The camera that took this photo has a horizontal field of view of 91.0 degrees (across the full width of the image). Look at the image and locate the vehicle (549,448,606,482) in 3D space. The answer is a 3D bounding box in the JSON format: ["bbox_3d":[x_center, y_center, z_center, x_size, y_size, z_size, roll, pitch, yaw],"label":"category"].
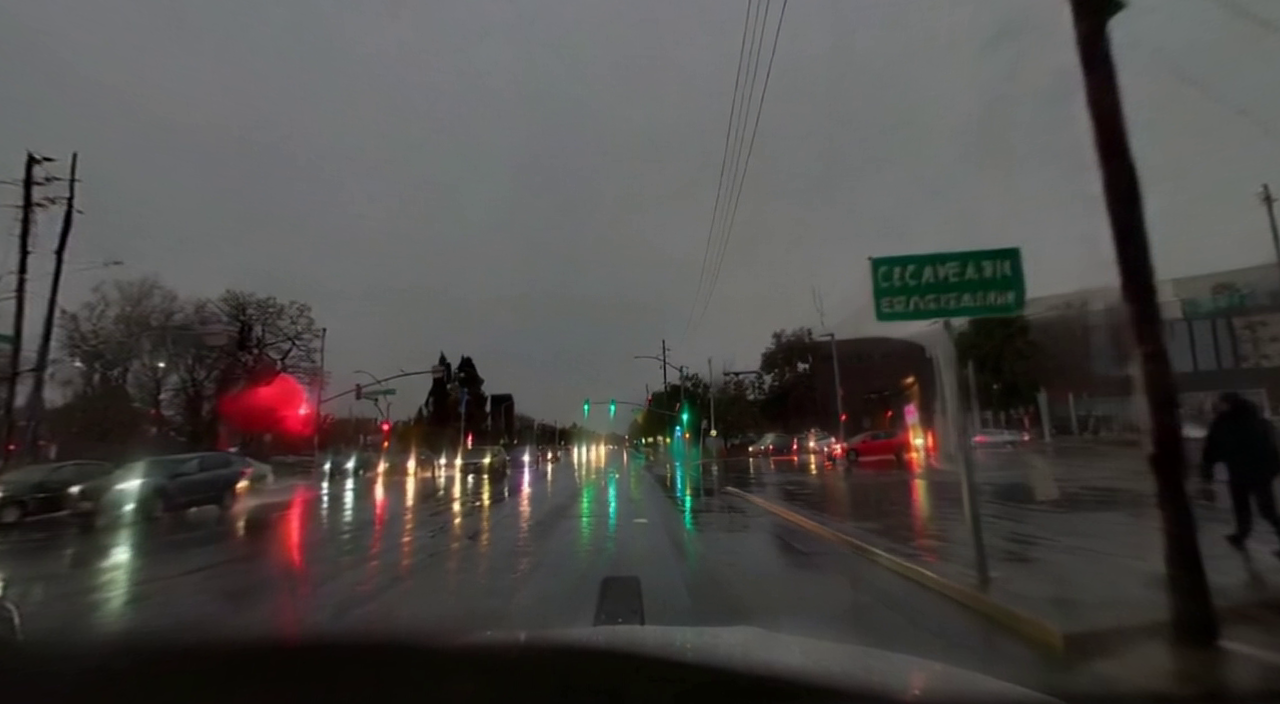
[{"bbox_3d":[-2.855,5.271,29.709,2.147,1.472,4.406,0,-8,1],"label":"vehicle"}]

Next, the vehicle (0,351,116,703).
[{"bbox_3d":[-3.159,0.561,0.180,2.042,1.673,4.516,0,-8,1],"label":"vehicle"}]

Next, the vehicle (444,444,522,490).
[{"bbox_3d":[-6.209,4.567,25.370,2.012,1.664,3.917,0,-8,2],"label":"vehicle"}]

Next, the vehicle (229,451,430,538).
[{"bbox_3d":[-6.358,2.930,13.675,1.960,1.479,4.654,0,-8,0],"label":"vehicle"}]

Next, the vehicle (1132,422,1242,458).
[{"bbox_3d":[25.188,4.115,29.147,1.690,1.559,3.521,0,-9,-6],"label":"vehicle"}]
